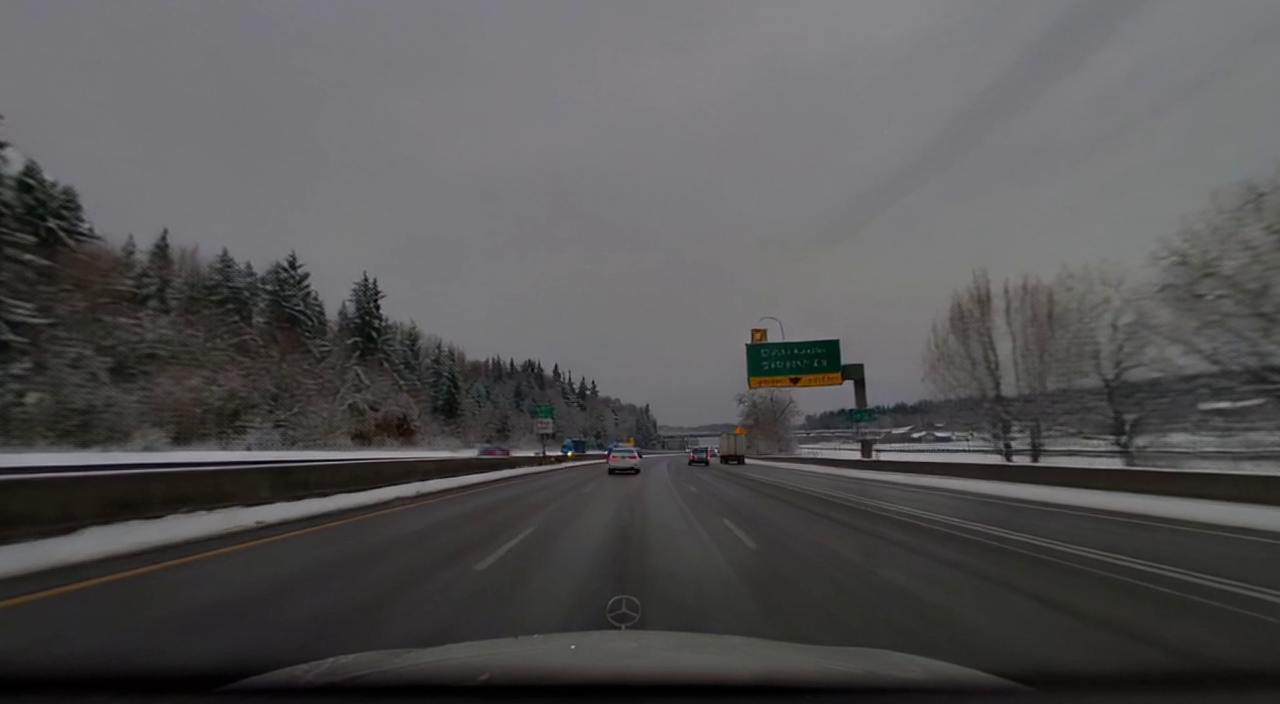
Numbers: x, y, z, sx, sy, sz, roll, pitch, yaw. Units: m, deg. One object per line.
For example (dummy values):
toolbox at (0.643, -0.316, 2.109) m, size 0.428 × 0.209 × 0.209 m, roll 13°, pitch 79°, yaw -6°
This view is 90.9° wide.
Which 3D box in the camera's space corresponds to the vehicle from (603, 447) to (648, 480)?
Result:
vehicle at (-0.675, 5.639, 32.109) m, size 2.035 × 1.513 × 4.272 m, roll -1°, pitch -9°, yaw 2°
